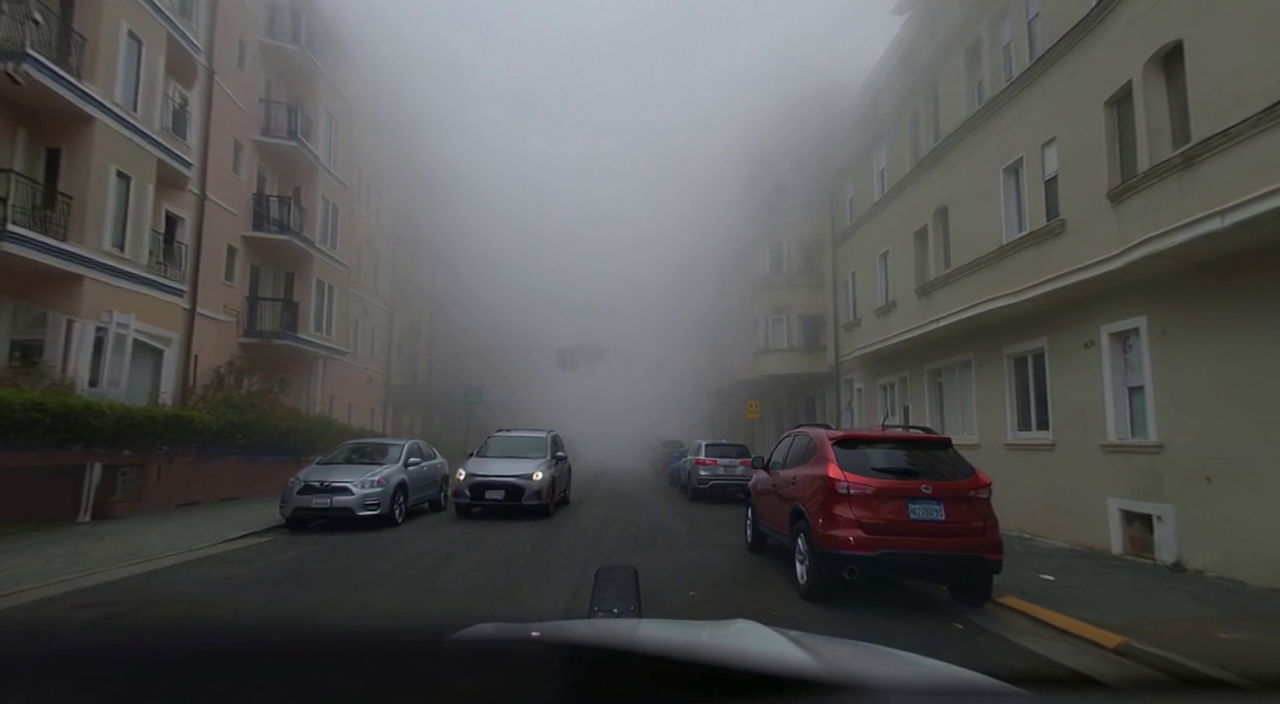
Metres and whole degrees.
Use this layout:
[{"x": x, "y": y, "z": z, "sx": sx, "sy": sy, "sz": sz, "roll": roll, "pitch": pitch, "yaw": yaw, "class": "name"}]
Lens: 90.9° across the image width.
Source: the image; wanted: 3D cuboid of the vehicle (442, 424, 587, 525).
[{"x": -2.084, "y": 2.122, "z": 11.449, "sx": 1.845, "sy": 1.544, "sz": 3.388, "roll": 0, "pitch": -8, "yaw": 1, "class": "vehicle"}]

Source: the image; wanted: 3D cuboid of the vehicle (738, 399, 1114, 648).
[{"x": 2.261, "y": 1.433, "z": 6.321, "sx": 1.839, "sy": 1.678, "sz": 3.918, "roll": 0, "pitch": -8, "yaw": -1, "class": "vehicle"}]

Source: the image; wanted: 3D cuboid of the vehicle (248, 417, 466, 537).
[{"x": -4.556, "y": 2.098, "z": 11.039, "sx": 1.883, "sy": 1.499, "sz": 4.426, "roll": 6, "pitch": -9, "yaw": -3, "class": "vehicle"}]

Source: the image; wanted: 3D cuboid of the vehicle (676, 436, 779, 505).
[{"x": 1.983, "y": 2.817, "z": 15.585, "sx": 1.786, "sy": 1.447, "sz": 4.314, "roll": 0, "pitch": -8, "yaw": -2, "class": "vehicle"}]
